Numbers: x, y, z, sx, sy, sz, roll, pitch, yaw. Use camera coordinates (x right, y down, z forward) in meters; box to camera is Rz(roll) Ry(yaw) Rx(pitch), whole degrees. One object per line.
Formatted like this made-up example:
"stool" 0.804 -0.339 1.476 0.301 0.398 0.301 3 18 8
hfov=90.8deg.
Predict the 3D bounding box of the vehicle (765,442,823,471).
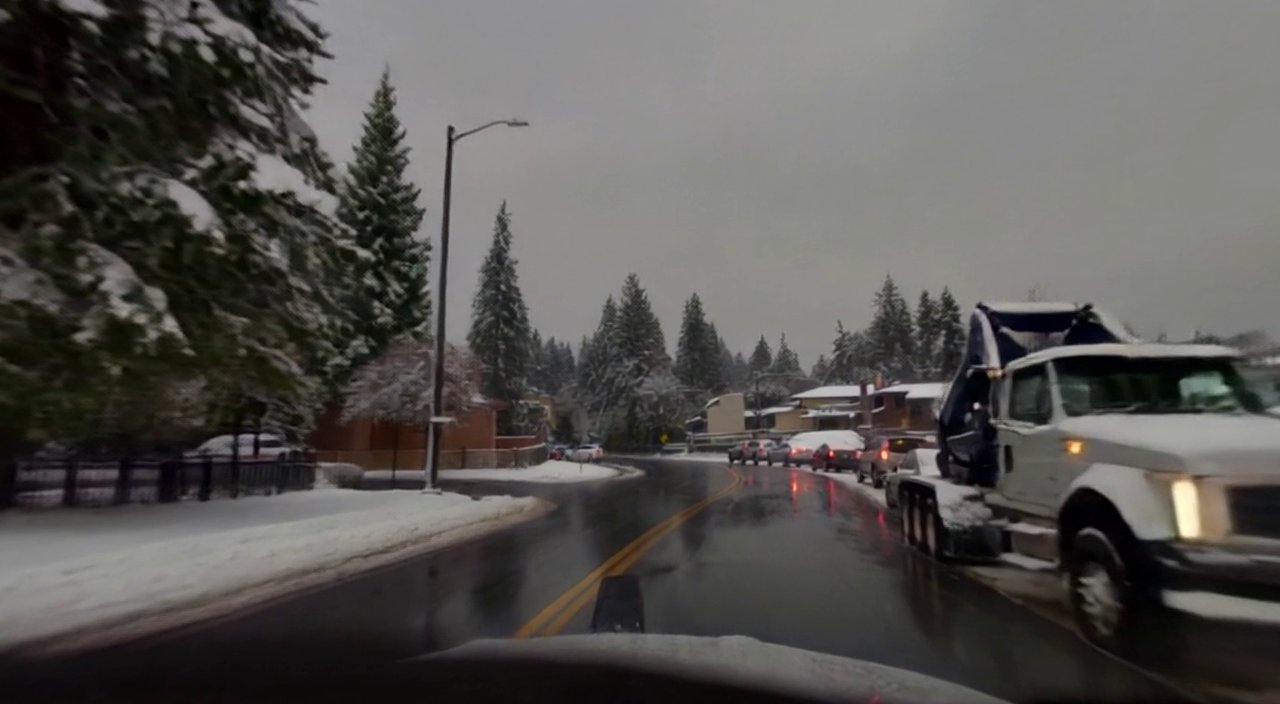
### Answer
"vehicle" 9.731 6.643 40.320 1.967 1.698 4.649 2 -9 -8

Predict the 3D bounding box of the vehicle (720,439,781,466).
"vehicle" 8.316 7.714 48.414 2.511 1.904 6.143 2 -9 -12

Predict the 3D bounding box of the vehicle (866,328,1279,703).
"vehicle" 4.558 1.411 6.956 2.874 2.021 7.293 -2 -9 12
